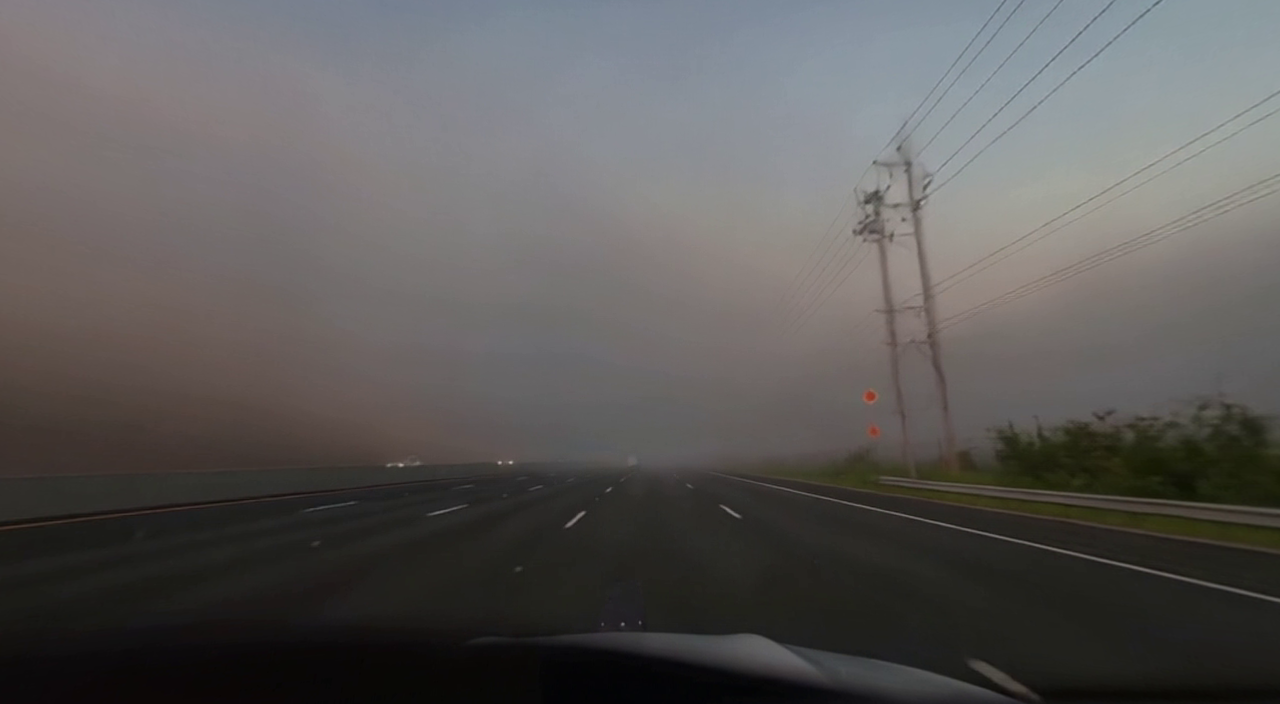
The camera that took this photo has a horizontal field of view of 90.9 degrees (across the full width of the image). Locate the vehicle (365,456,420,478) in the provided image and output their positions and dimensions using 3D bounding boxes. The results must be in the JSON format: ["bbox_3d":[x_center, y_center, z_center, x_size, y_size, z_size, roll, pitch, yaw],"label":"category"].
[{"bbox_3d":[-17.987,8.357,46.031,1.908,1.499,4.803,0,-9,2],"label":"vehicle"}]
